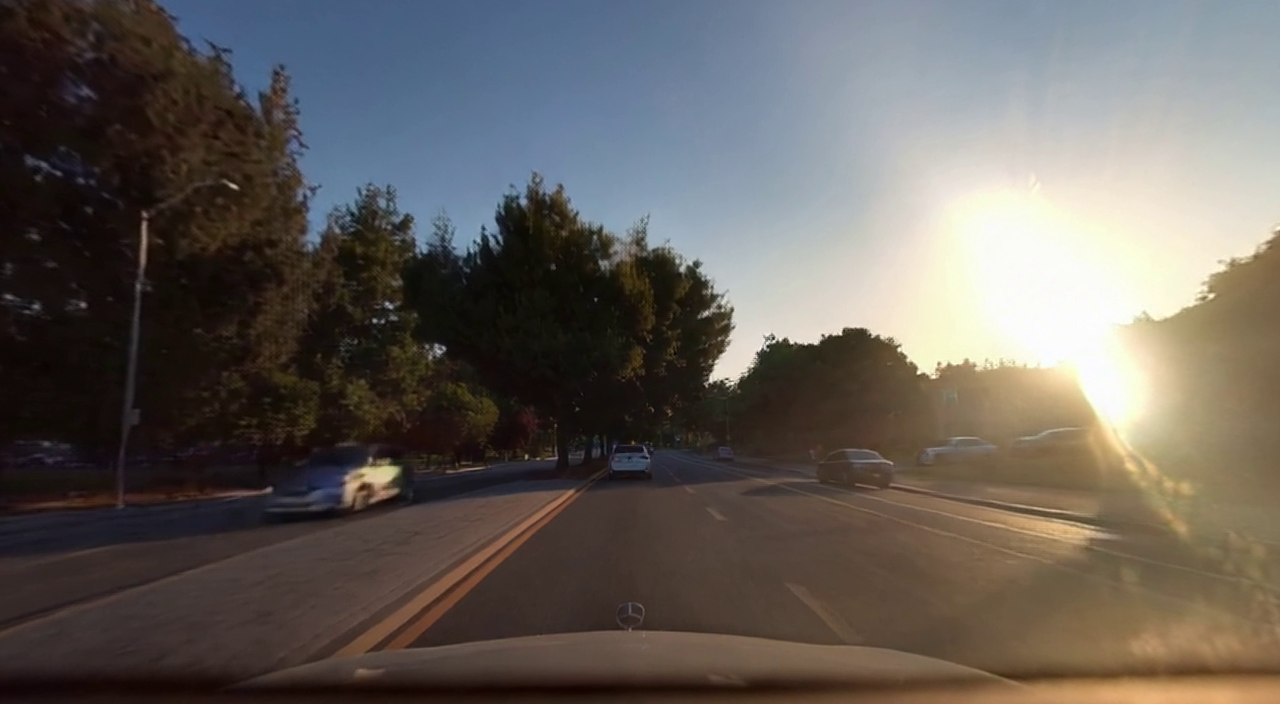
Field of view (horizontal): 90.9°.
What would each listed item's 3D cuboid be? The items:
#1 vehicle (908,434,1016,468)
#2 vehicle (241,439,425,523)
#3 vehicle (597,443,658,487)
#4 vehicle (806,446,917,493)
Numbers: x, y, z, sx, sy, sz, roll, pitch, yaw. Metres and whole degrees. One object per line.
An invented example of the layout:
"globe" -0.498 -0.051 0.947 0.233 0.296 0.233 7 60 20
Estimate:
"vehicle" 17.711 5.429 34.675 5.100 1.770 2.269 3 -9 -18
"vehicle" -6.865 2.898 14.758 2.083 1.646 4.293 0 -9 0
"vehicle" -0.434 4.160 23.626 2.099 1.470 4.302 0 -9 0
"vehicle" 7.637 4.078 22.324 2.131 1.474 4.752 1 -9 -1
